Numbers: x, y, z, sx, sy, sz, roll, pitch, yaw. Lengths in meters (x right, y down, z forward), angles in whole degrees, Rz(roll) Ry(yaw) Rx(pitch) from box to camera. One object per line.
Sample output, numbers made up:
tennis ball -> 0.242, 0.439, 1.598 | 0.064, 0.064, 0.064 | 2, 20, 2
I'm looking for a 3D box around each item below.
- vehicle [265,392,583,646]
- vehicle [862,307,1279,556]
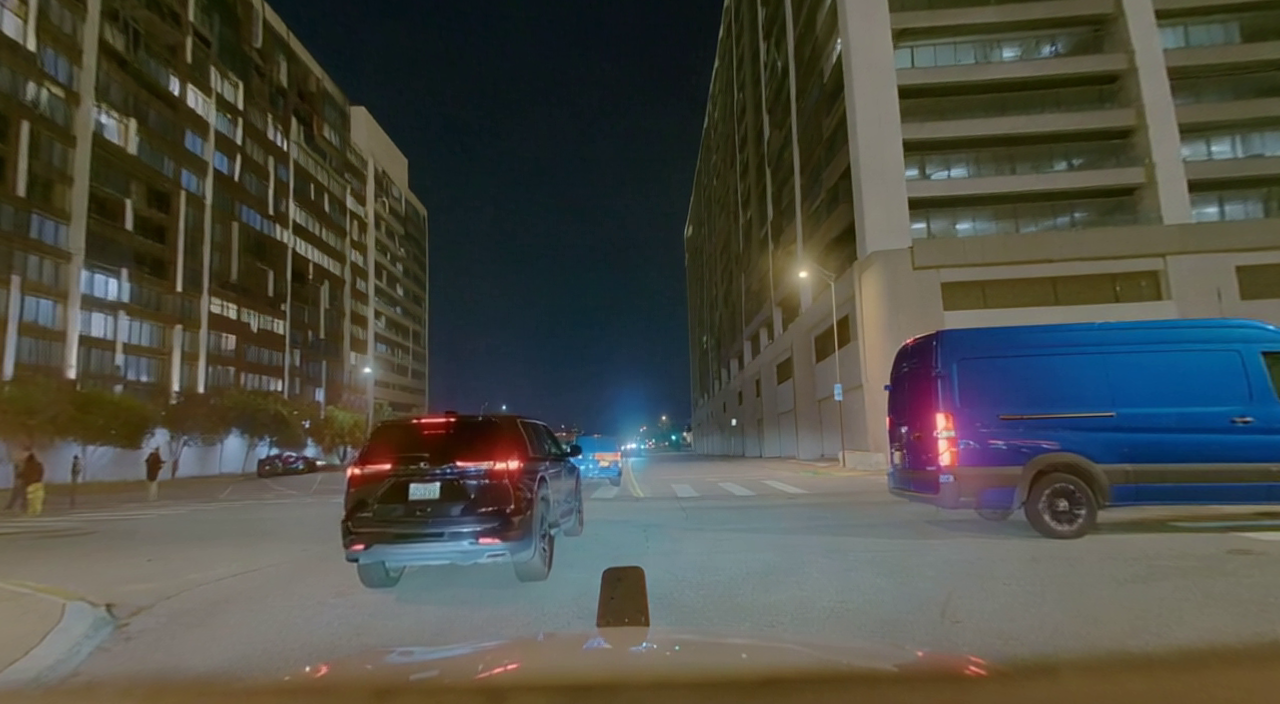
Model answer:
vehicle -> -1.734, 1.463, 6.569 | 2.144, 1.733, 4.115 | 1, -8, -7
vehicle -> 6.872, 1.026, 8.235 | 6.932, 2.753, 2.446 | 0, -8, 1
